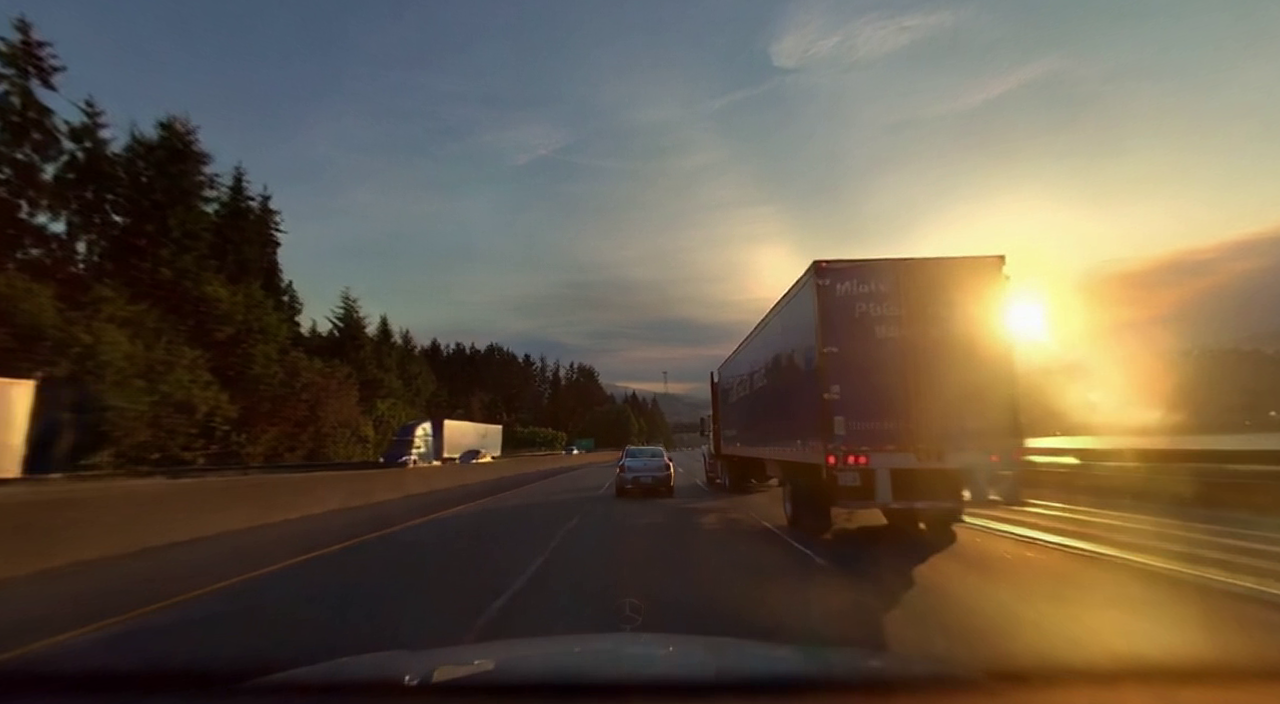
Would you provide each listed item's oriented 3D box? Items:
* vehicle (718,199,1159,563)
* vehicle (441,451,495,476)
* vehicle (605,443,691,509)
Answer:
[{"bbox_3d":[4.024,1.325,13.782,2.960,4.018,13.834,0,-9,0],"label":"vehicle"},{"bbox_3d":[-10.801,7.030,39.892,1.979,1.472,4.465,-1,-9,2],"label":"vehicle"},{"bbox_3d":[0.180,3.323,17.339,2.039,1.532,4.610,0,-9,0],"label":"vehicle"}]
